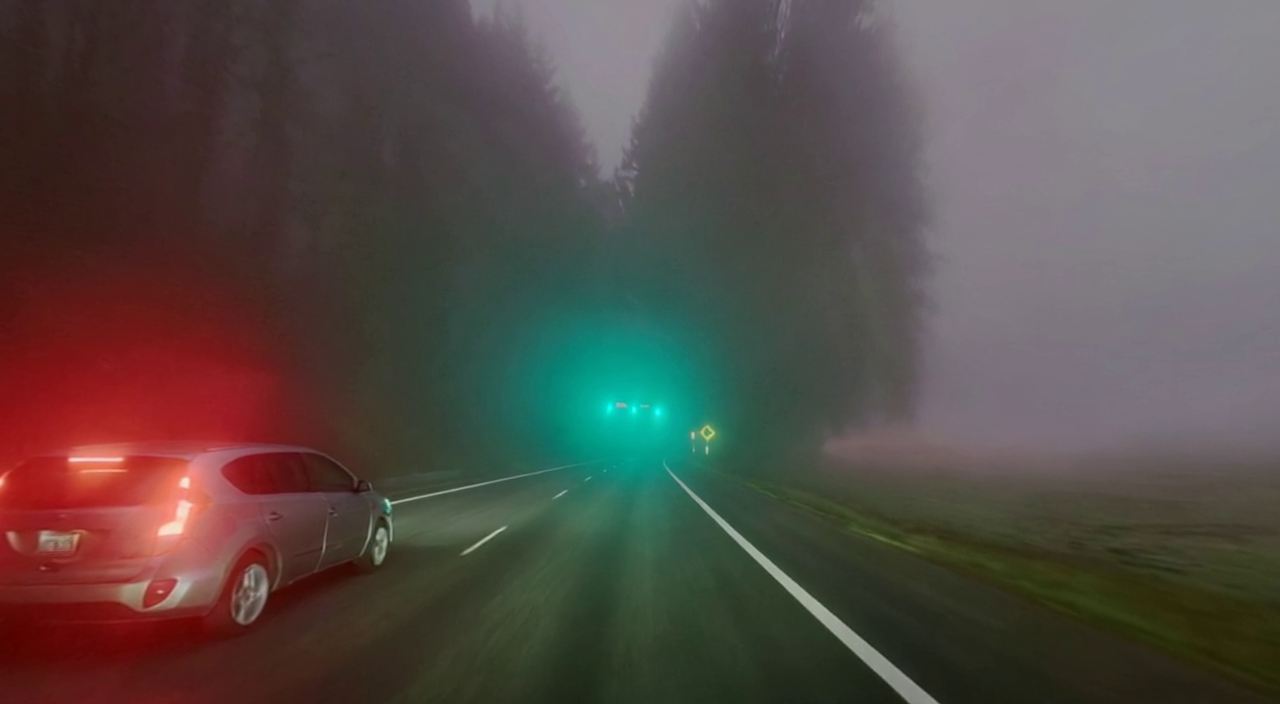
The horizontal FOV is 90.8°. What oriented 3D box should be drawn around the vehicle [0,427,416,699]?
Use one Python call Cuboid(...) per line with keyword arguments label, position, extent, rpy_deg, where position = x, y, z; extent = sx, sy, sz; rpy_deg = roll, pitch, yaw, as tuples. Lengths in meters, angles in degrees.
Cuboid(label="vehicle", position=(-3.697, 1.439, 5.515), extent=(1.946, 1.437, 4.154), rpy_deg=(0, -8, 0))
